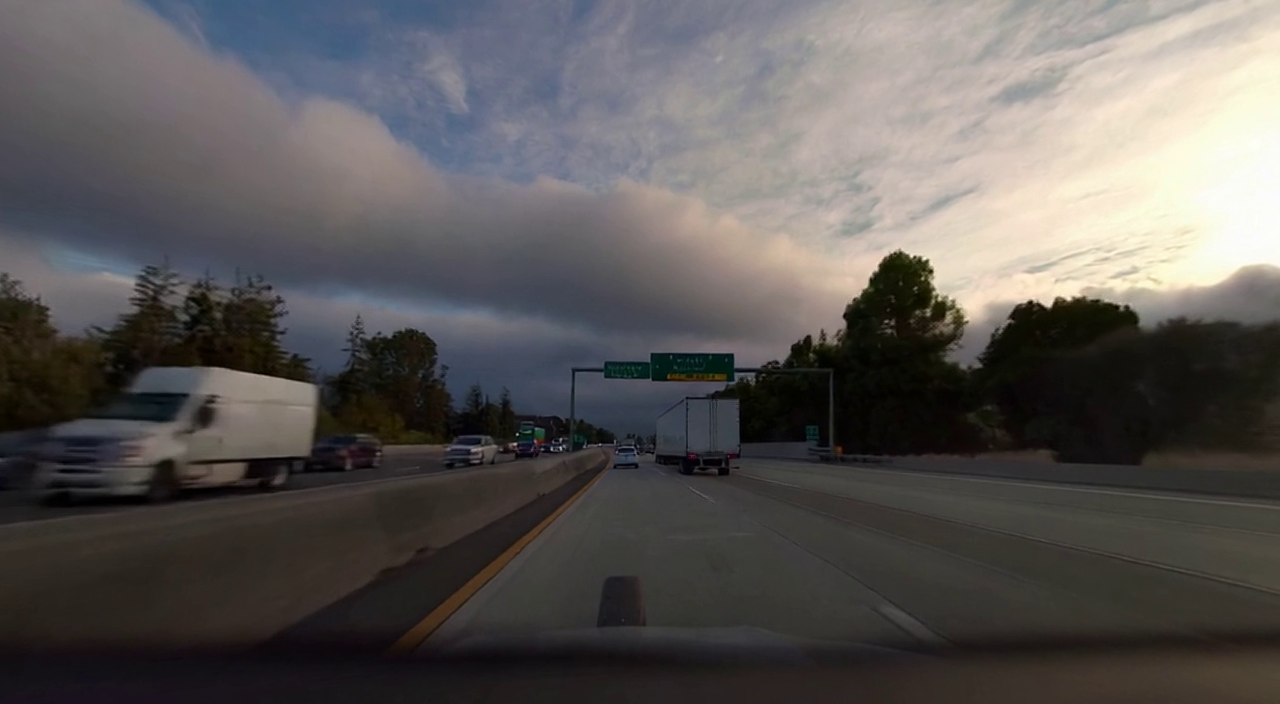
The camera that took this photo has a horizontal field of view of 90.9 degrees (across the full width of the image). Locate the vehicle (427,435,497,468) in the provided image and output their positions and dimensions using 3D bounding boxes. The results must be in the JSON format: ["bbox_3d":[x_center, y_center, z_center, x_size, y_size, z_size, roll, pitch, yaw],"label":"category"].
[{"bbox_3d":[-8.503,4.825,30.523,2.013,1.451,4.635,0,-9,0],"label":"vehicle"}]

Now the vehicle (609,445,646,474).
[{"bbox_3d":[-0.754,6.452,38.044,2.111,1.599,3.859,0,-9,-1],"label":"vehicle"}]

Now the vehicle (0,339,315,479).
[{"bbox_3d":[-7.776,1.065,10.558,2.073,1.806,4.773,0,-8,0],"label":"vehicle"}]

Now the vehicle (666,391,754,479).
[{"bbox_3d":[3.481,4.788,35.434,2.931,4.009,12.800,0,-9,-2],"label":"vehicle"}]

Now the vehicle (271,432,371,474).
[{"bbox_3d":[-12.023,3.846,24.045,1.902,1.450,3.714,0,-9,-1],"label":"vehicle"}]

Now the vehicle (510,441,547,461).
[{"bbox_3d":[-8.510,7.599,48.457,2.139,1.476,4.214,0,-9,-1],"label":"vehicle"}]
